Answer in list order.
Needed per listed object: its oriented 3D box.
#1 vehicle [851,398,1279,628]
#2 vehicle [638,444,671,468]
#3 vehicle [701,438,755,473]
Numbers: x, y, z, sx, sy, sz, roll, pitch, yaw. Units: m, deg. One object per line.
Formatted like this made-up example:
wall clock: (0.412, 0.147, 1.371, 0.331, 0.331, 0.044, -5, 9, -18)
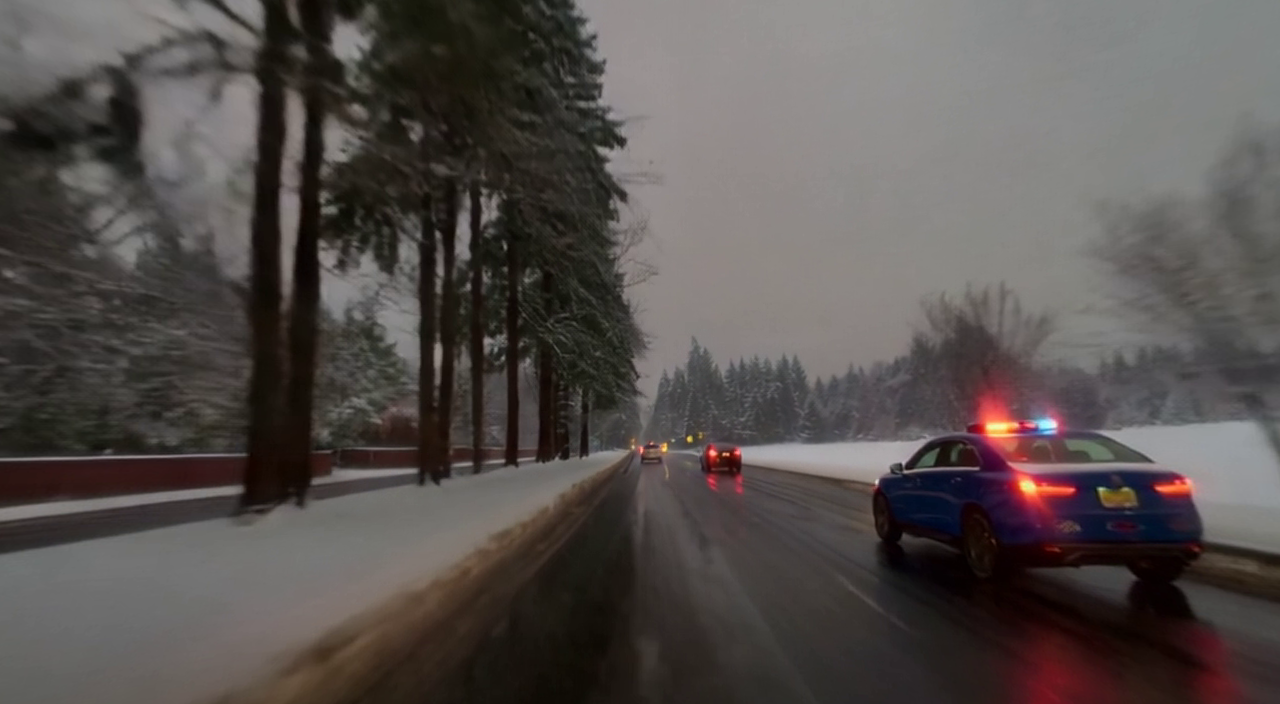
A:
vehicle: (4.001, 1.475, 6.690, 2.052, 1.639, 4.123, 0, -9, 0)
vehicle: (0.901, 6.616, 40.289, 2.026, 1.466, 4.282, 0, -9, 0)
vehicle: (4.441, 5.311, 32.449, 2.110, 1.666, 3.912, 0, -9, -1)
